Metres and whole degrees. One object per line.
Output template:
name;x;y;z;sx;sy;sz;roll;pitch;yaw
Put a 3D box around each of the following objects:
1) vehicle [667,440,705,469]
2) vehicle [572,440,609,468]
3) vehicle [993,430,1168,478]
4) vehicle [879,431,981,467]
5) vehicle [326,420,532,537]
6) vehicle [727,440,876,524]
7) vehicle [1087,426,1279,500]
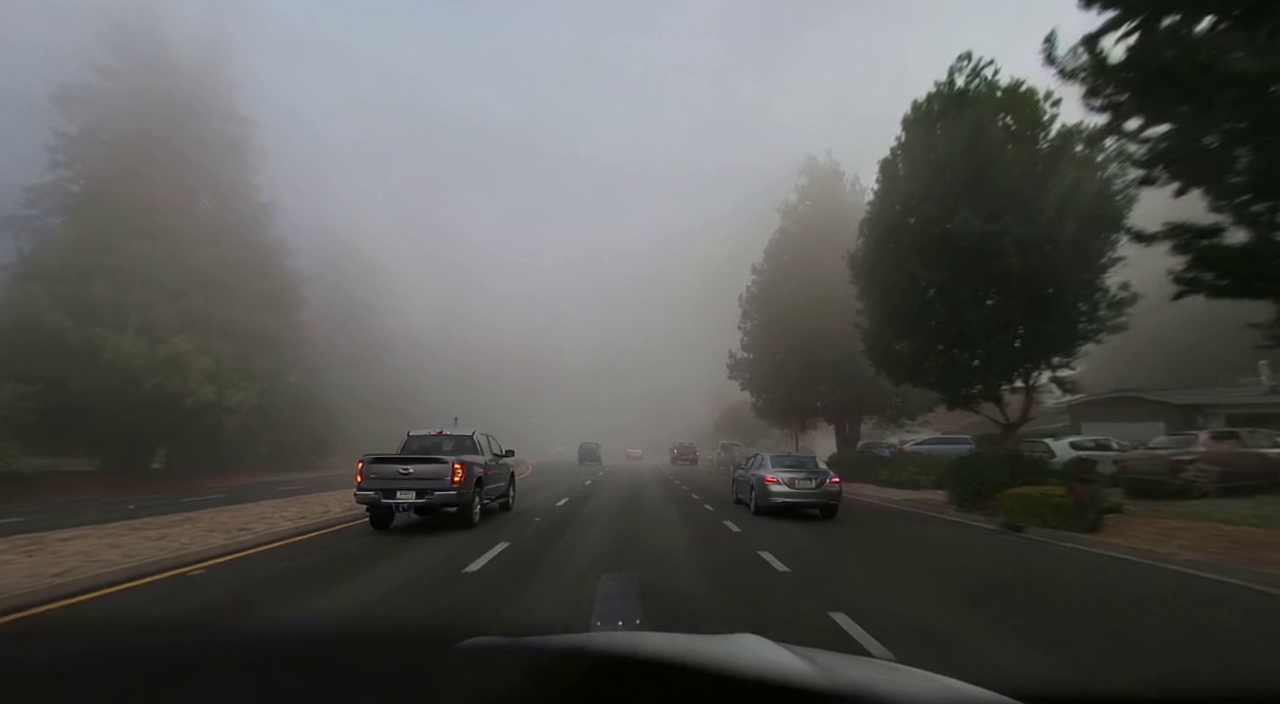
vehicle;3.076;6.908;42.819;2.099;1.845;4.363;0;-8;-2
vehicle;-3.381;7.095;44.225;2.218;1.829;4.492;0;-8;0
vehicle;14.797;3.422;21.358;4.634;1.507;1.928;1;-8;-7
vehicle;15.118;5.060;33.098;4.320;1.792;1.989;0;-8;-1
vehicle;-3.645;2.309;12.252;2.111;1.745;5.274;0;-8;1
vehicle;3.133;2.596;13.237;1.884;1.463;4.195;0;-8;-2
vehicle;13.800;2.674;15.440;4.227;1.669;1.884;0;-8;0
